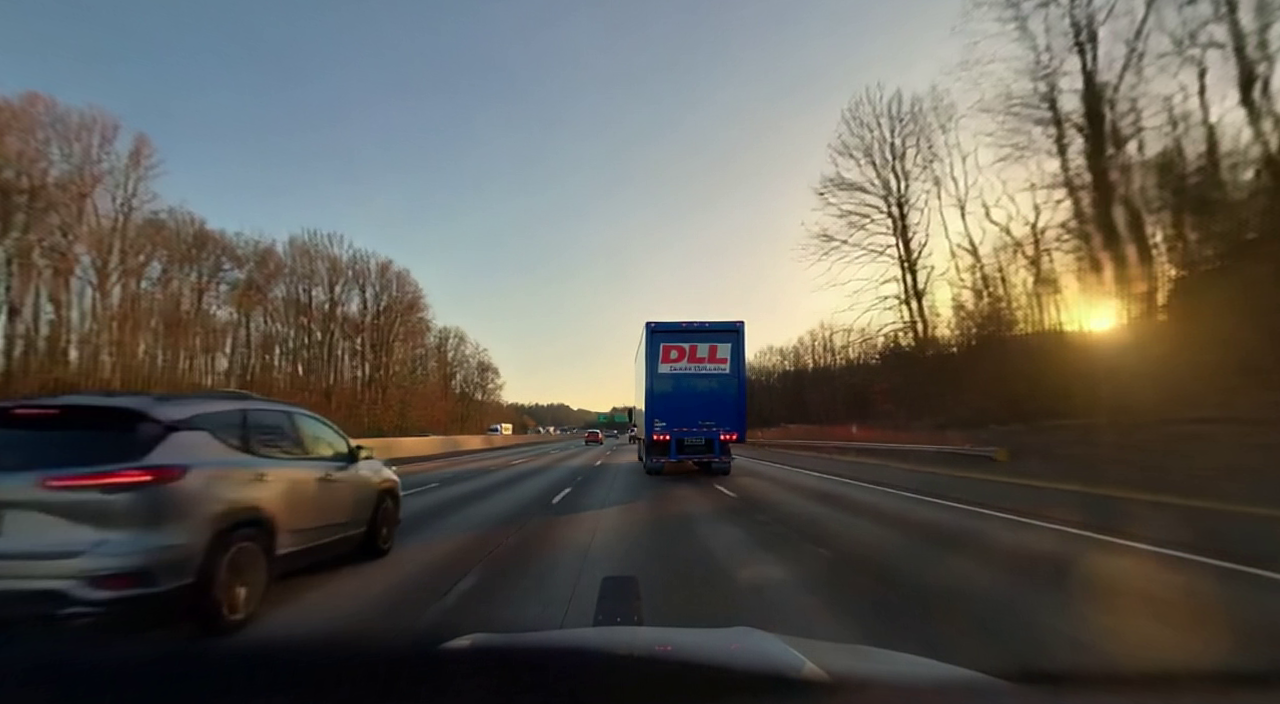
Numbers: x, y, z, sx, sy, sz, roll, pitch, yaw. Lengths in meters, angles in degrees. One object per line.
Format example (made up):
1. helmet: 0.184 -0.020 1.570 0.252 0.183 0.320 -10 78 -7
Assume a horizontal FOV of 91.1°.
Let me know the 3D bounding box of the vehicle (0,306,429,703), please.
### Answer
1. vehicle: -3.673 1.039 4.758 2.394 1.787 5.186 0 -8 -1

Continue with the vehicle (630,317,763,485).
1. vehicle: 1.336 1.785 20.190 3.011 4.211 8.926 0 -8 -3
